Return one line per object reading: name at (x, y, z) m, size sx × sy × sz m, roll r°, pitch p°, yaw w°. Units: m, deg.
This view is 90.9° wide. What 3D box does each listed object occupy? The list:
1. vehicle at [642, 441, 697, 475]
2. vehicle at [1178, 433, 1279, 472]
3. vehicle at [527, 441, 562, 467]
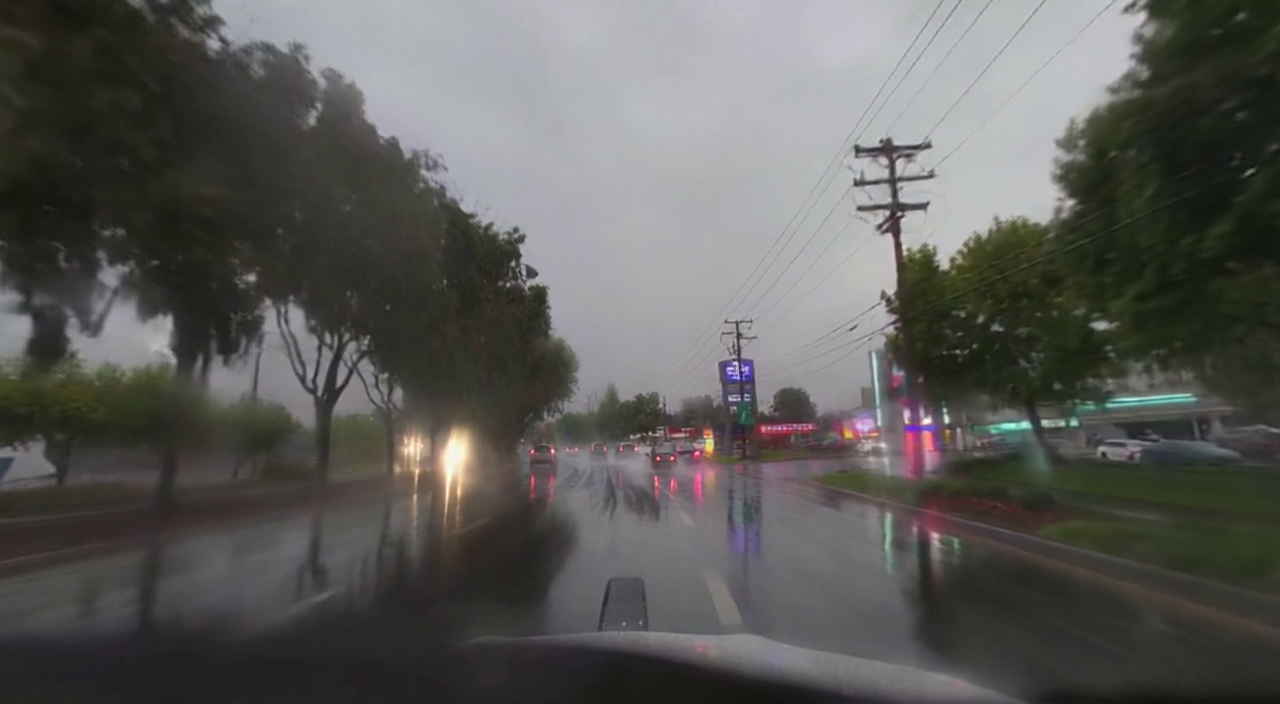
vehicle at (1.296, 5.018, 30.014) m, size 2.130 × 1.476 × 4.453 m, roll 1°, pitch -8°, yaw -4°
vehicle at (29.638, 4.959, 31.081) m, size 4.106 × 1.638 × 1.997 m, roll -7°, pitch -12°, yaw 18°
vehicle at (-6.737, 7.221, 44.914) m, size 2.195 × 1.752 × 4.515 m, roll 1°, pitch -9°, yaw -5°
